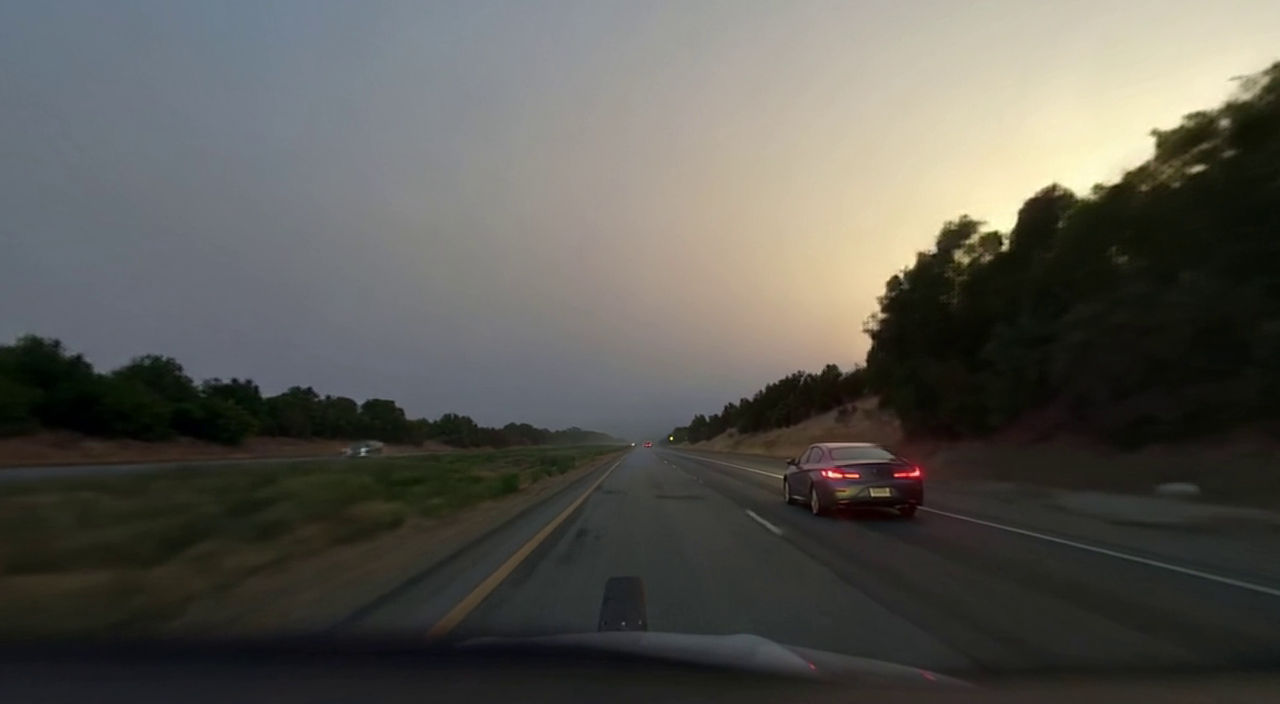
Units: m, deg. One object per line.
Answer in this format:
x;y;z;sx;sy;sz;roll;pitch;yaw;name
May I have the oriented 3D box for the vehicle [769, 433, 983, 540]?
3.768;2.215;11.114;2.003;1.466;4.441;0;-8;-1;vehicle
